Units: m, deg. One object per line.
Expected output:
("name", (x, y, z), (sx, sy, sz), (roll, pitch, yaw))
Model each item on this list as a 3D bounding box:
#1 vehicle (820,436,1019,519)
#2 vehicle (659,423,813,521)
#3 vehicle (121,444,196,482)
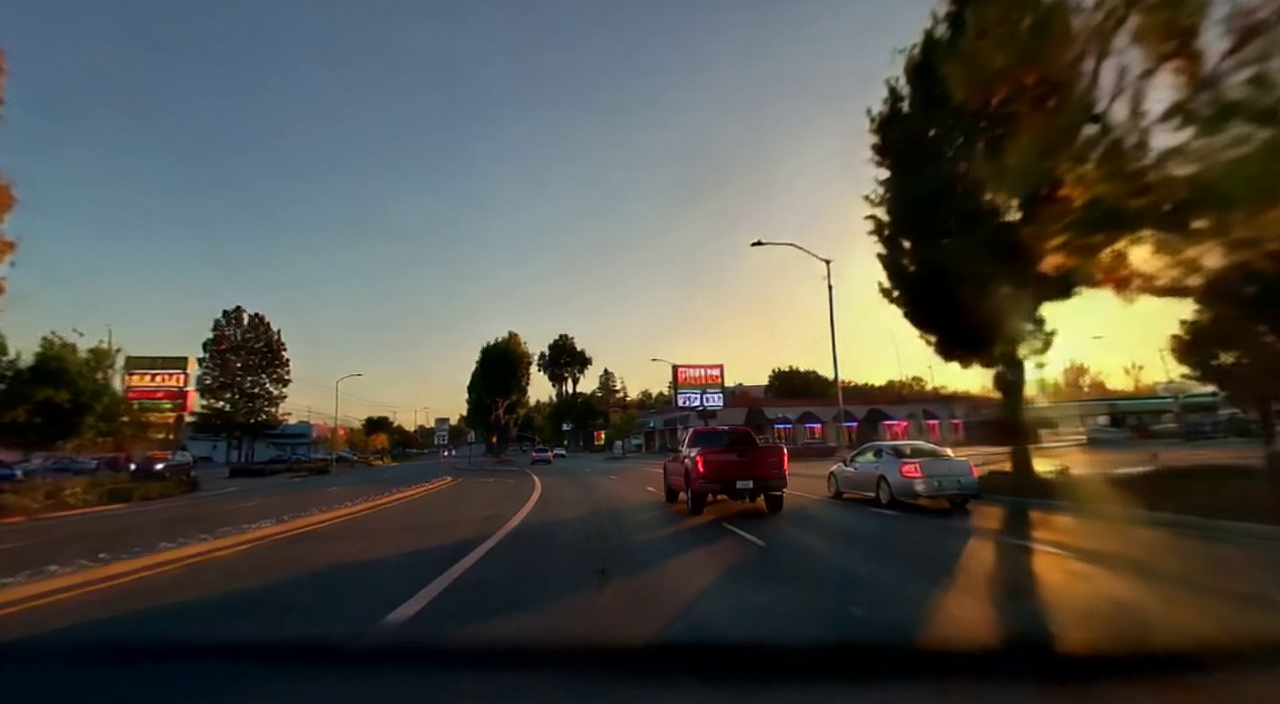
("vehicle", (5.670, 2.577, 13.561), (1.986, 1.480, 4.296), (1, -9, -5))
("vehicle", (1.814, 2.529, 13.933), (2.214, 1.749, 4.998), (1, -9, -5))
("vehicle", (-36.295, 8.316, 47.872), (2.217, 2.629, 5.839), (2, -9, -14))
